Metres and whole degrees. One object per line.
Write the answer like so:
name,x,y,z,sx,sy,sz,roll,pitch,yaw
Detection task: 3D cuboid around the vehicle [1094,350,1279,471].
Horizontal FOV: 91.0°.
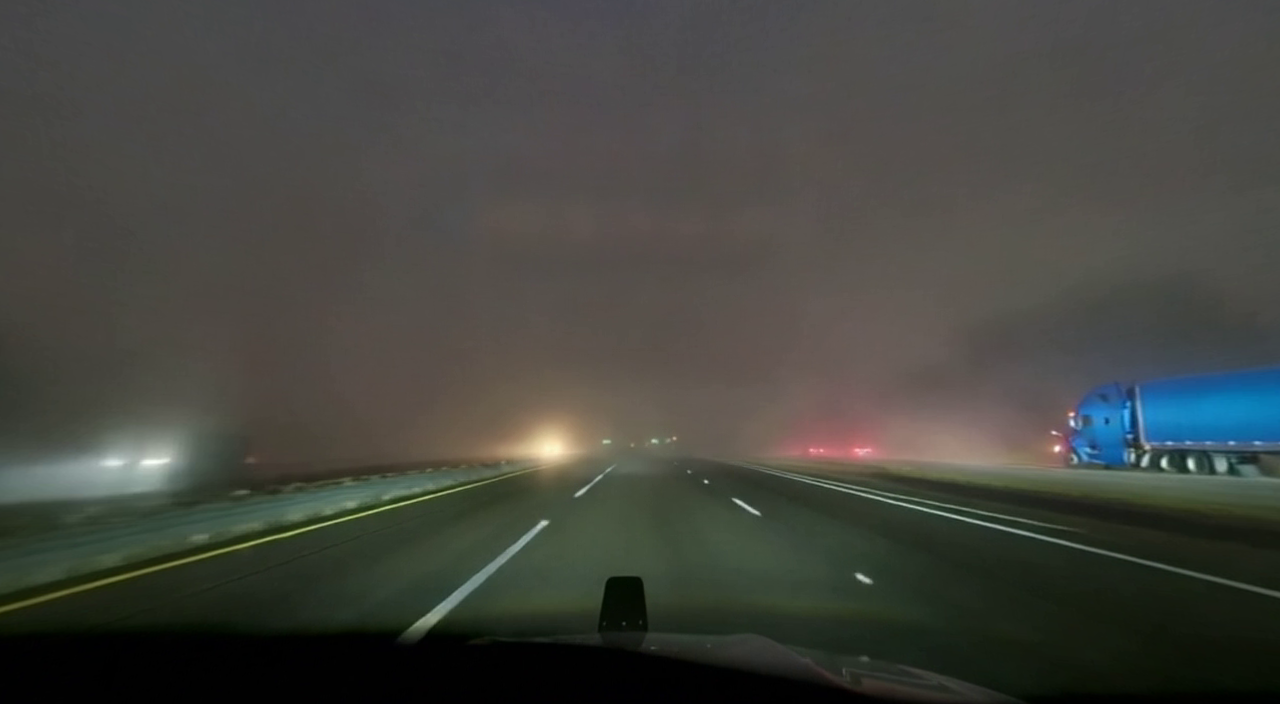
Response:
vehicle,23.300,1.851,20.365,2.836,4.027,14.280,4,-9,-23
